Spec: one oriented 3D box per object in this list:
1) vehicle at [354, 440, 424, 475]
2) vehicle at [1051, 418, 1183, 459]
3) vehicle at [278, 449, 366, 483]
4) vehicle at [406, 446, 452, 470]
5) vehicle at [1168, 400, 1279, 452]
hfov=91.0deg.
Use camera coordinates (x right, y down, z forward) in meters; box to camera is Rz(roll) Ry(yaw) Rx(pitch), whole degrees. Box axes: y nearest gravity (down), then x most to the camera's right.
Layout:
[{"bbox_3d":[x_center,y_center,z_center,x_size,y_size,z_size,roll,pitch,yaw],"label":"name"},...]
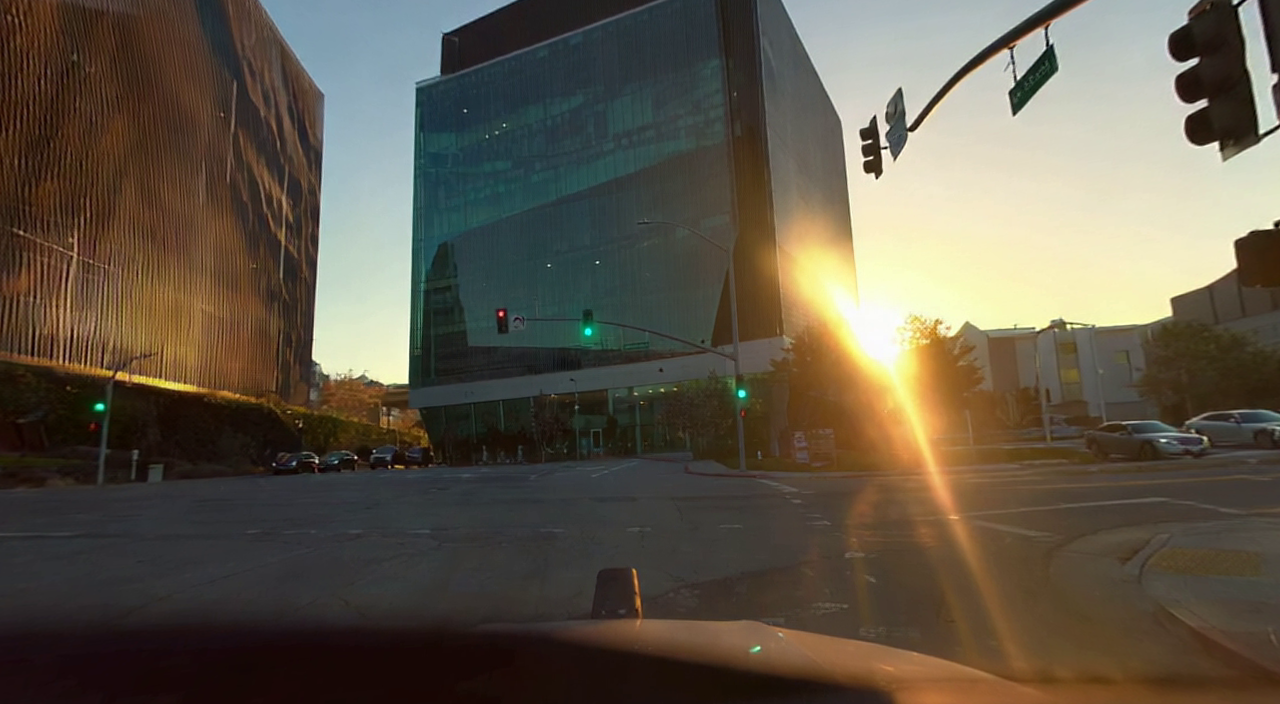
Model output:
[{"bbox_3d":[-14.878,6.298,37.737,2.091,1.915,5.040,0,-9,0],"label":"vehicle"},{"bbox_3d":[19.077,3.525,25.487,1.834,1.480,4.458,0,-9,0],"label":"vehicle"},{"bbox_3d":[-14.800,5.305,29.616,1.790,1.437,4.349,0,-9,2],"label":"vehicle"},{"bbox_3d":[-15.114,7.604,45.317,1.932,1.605,4.146,1,-9,-1],"label":"vehicle"},{"bbox_3d":[24.413,3.027,25.164,2.109,1.836,5.080,-2,-10,-1],"label":"vehicle"}]
